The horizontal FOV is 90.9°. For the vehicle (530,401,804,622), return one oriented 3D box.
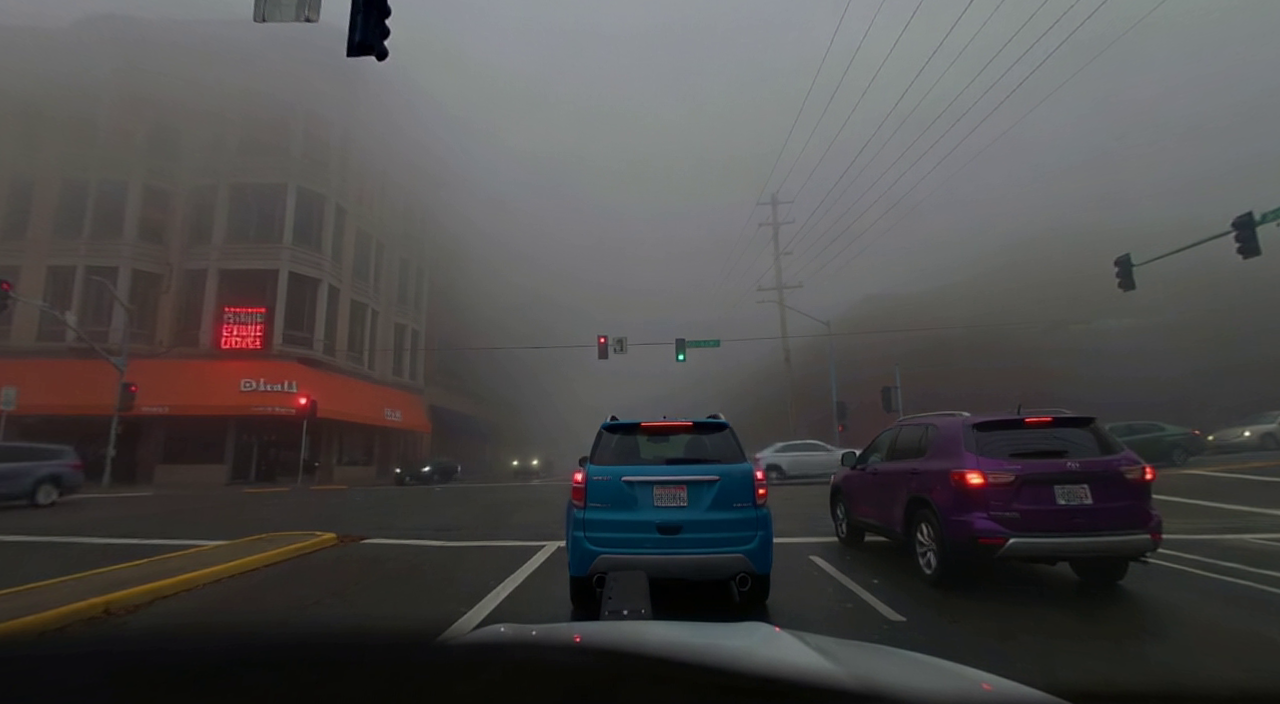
[{"bbox_3d":[0.257,1.511,6.827,2.098,1.682,3.778,0,-8,2],"label":"vehicle"}]

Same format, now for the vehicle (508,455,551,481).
[{"bbox_3d":[-8.457,8.940,48.766,2.029,1.776,4.711,-1,-8,6],"label":"vehicle"}]

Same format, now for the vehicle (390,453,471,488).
[{"bbox_3d":[-9.863,5.617,30.138,1.911,1.461,4.691,-1,-8,5],"label":"vehicle"}]

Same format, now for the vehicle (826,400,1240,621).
[{"bbox_3d":[3.613,1.517,6.973,1.976,1.664,4.189,-1,-8,2],"label":"vehicle"}]

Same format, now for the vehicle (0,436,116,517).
[{"bbox_3d":[-14.831,2.784,14.161,1.936,1.740,4.647,-1,-8,3],"label":"vehicle"}]
